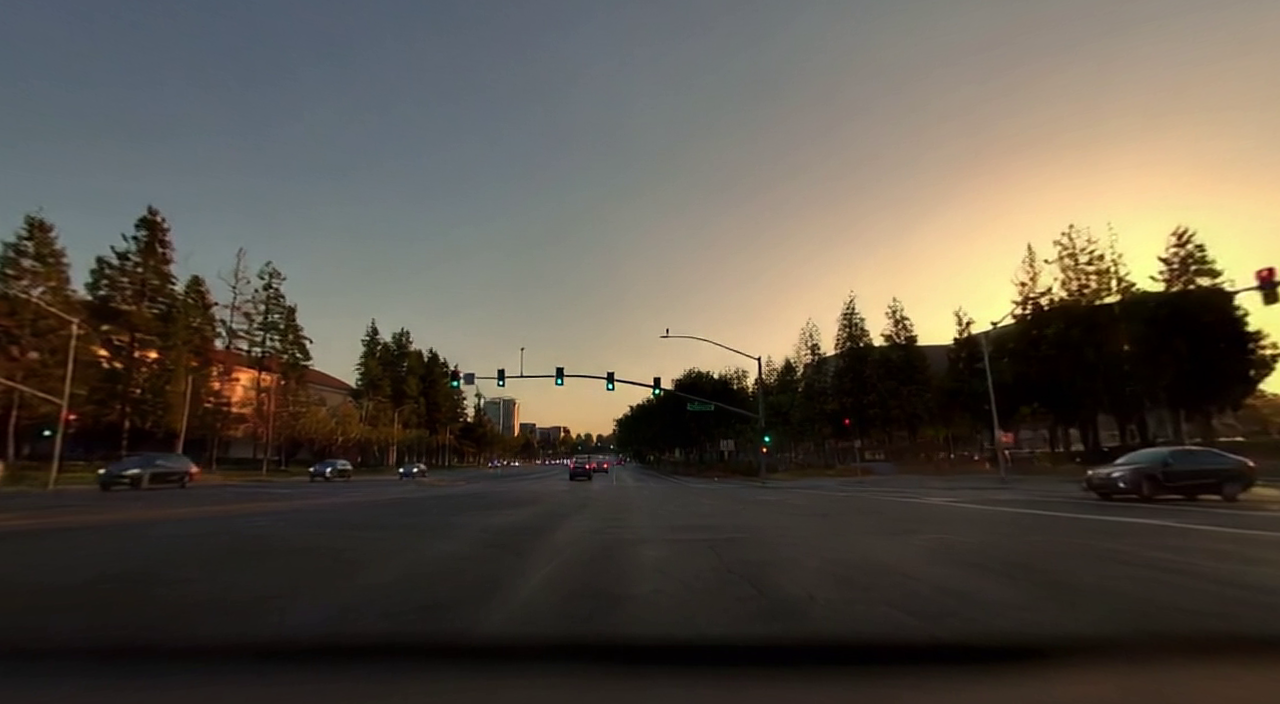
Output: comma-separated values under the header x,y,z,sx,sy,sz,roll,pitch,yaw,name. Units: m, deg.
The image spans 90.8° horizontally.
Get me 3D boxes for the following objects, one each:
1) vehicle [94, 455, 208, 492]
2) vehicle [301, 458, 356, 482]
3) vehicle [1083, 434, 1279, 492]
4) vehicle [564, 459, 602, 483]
x,y,z,sx,sy,sz,roll,pitch,yaw,name
-21.575,5.336,28.071,1.945,1.466,3.809,0,-9,1,vehicle
-21.533,8.173,43.858,1.774,1.518,3.953,0,-9,1,vehicle
18.097,3.653,20.971,5.003,1.786,2.369,0,-8,-2,vehicle
-3.738,7.864,42.021,2.073,1.445,4.151,0,-8,1,vehicle
